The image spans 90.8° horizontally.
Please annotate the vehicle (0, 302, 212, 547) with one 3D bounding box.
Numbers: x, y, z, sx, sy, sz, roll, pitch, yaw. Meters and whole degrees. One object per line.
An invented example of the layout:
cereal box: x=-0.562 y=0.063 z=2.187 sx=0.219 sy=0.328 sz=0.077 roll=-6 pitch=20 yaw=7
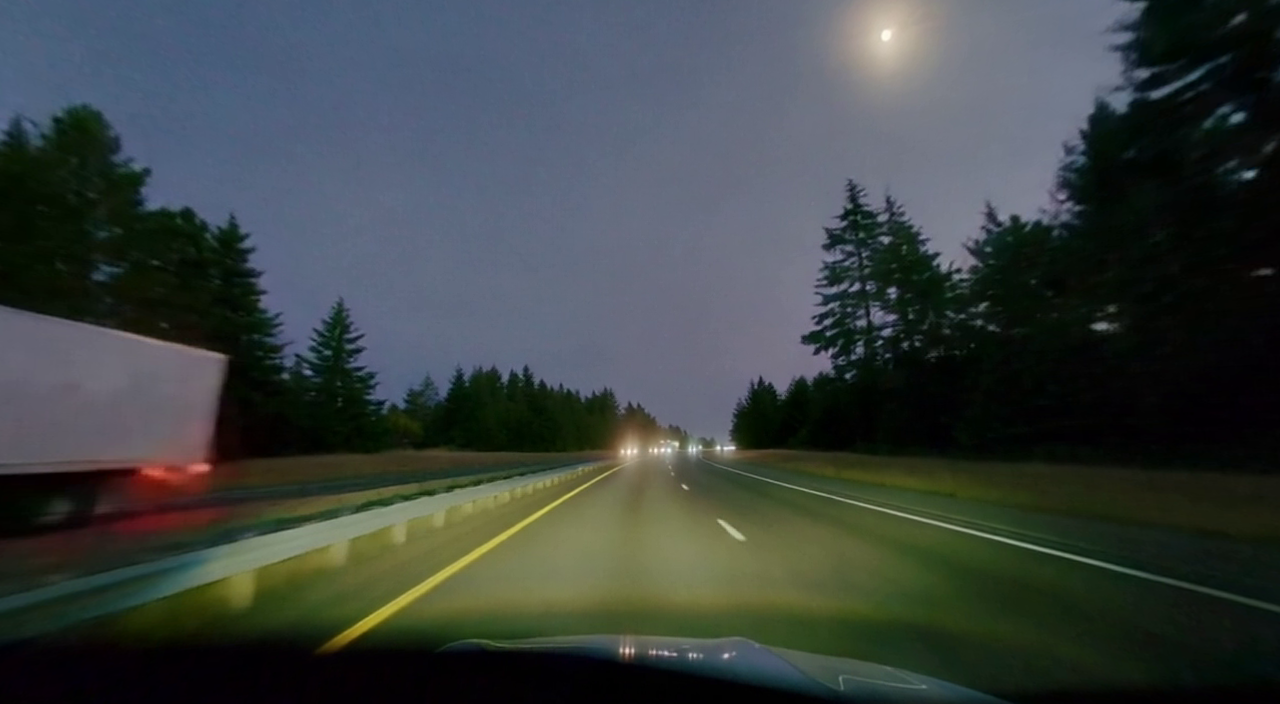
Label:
vehicle: x=-12.490 y=0.843 z=8.270 sx=2.857 sy=4.186 sz=15.405 roll=0 pitch=-9 yaw=1
